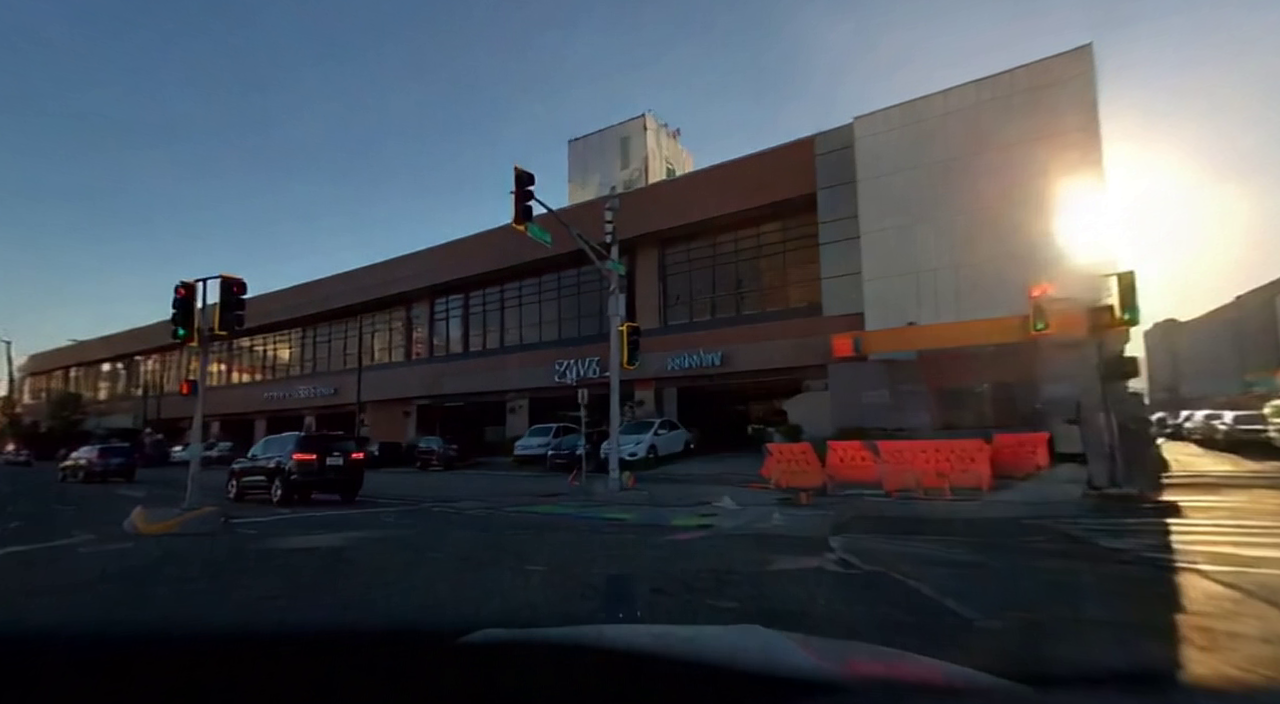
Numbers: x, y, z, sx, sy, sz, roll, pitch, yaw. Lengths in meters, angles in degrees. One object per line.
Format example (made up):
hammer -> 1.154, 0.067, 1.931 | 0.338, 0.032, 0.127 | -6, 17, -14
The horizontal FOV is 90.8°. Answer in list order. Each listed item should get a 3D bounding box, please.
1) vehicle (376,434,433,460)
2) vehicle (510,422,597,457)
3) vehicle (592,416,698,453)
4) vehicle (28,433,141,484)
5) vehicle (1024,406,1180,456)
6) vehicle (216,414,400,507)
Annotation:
vehicle -> -18.215, 7.345, 49.022 | 1.694, 1.802, 4.028 | -6, -7, 30
vehicle -> -4.932, 4.975, 35.901 | 4.593, 1.856, 2.090 | -5, -10, 32
vehicle -> 0.209, 4.285, 32.872 | 5.080, 1.766, 2.272 | -6, -8, 33
vehicle -> -23.120, 4.361, 26.203 | 5.548, 1.911, 2.206 | -6, -10, 36
vehicle -> 16.922, 2.969, 23.478 | 4.382, 1.688, 1.937 | -5, -10, 29
vehicle -> -8.139, 2.550, 15.254 | 5.118, 1.859, 2.256 | -8, -11, 43
